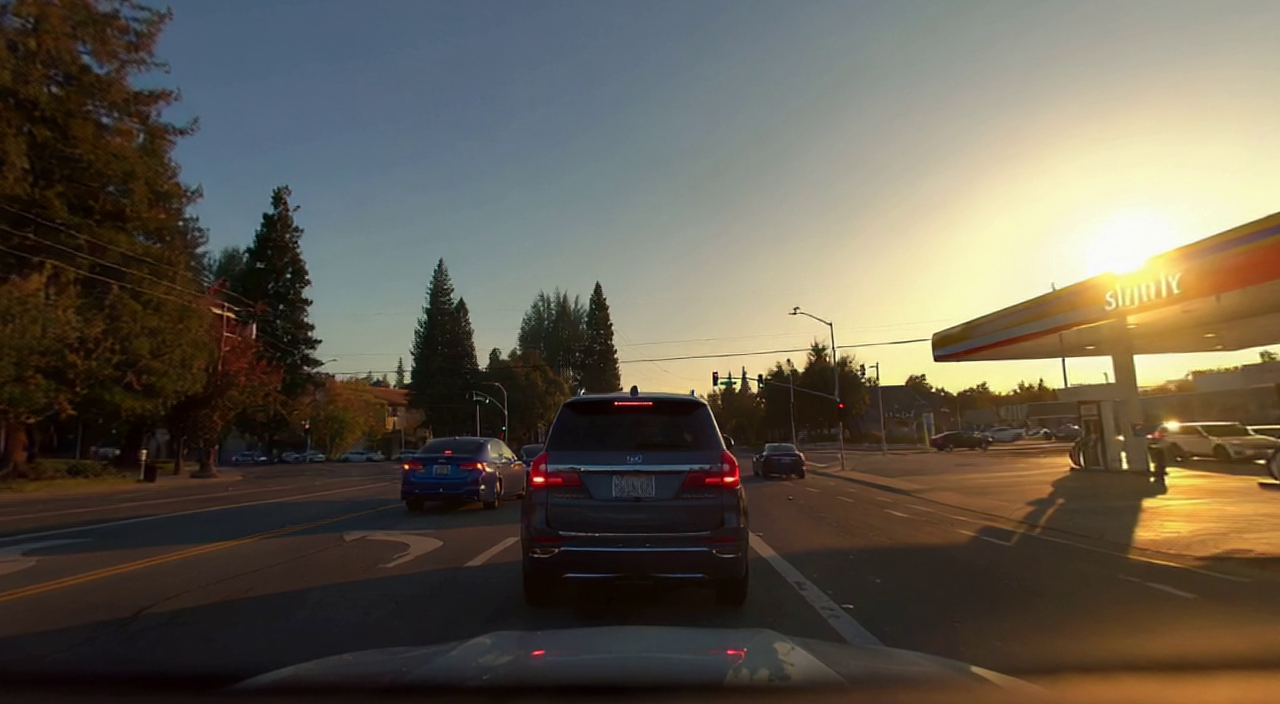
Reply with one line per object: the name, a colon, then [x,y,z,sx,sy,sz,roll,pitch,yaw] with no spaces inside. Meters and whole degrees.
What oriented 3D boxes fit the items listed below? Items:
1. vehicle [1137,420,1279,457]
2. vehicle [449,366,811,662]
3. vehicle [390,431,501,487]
vehicle: [25.956,3.964,28.781,4.551,1.616,1.973,-2,-9,11]
vehicle: [0.017,1.320,6.142,2.236,1.819,4.291,0,-9,2]
vehicle: [-6.640,3.716,22.175,2.065,1.753,4.525,-1,-9,6]
